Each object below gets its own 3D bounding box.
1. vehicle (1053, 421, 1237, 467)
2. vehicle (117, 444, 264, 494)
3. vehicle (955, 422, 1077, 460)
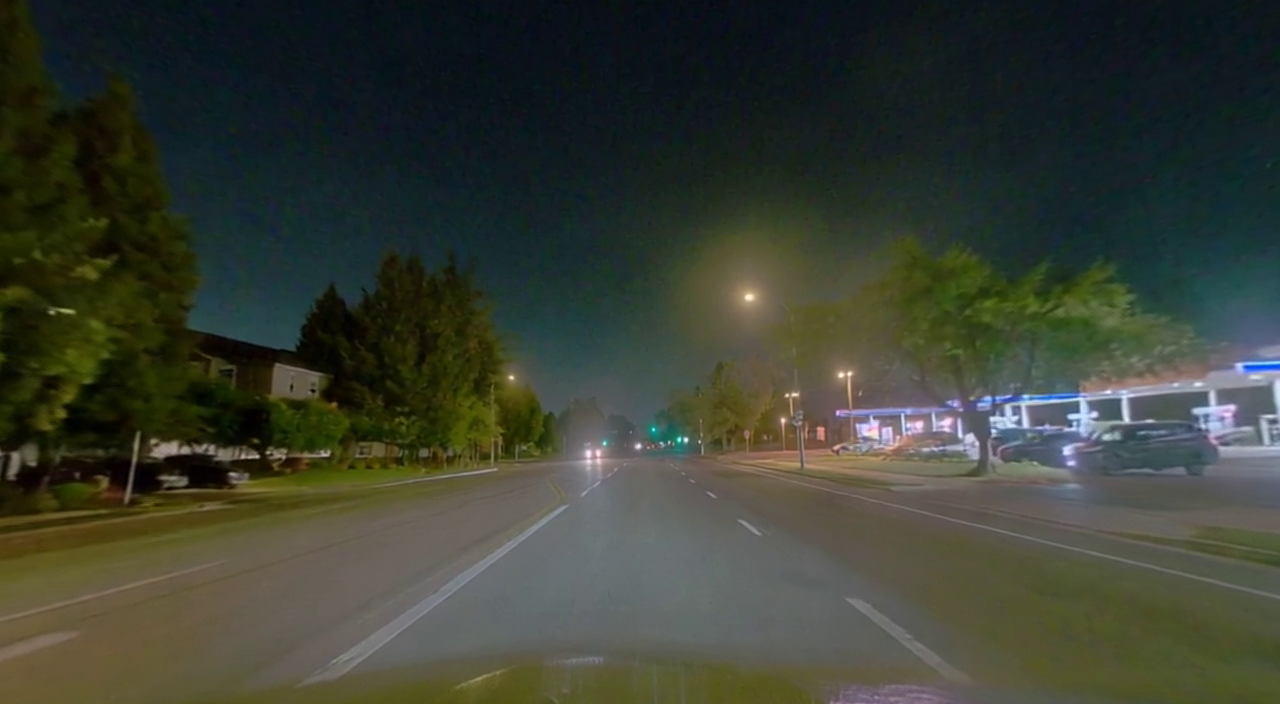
[{"bbox_3d":[17.241,3.174,21.778,4.545,1.443,1.976,-1,-8,2],"label":"vehicle"},{"bbox_3d":[-19.822,5.153,28.338,2.280,1.968,5.805,0,-8,0],"label":"vehicle"},{"bbox_3d":[17.613,4.176,29.749,4.426,1.700,2.077,0,-8,-4],"label":"vehicle"}]
